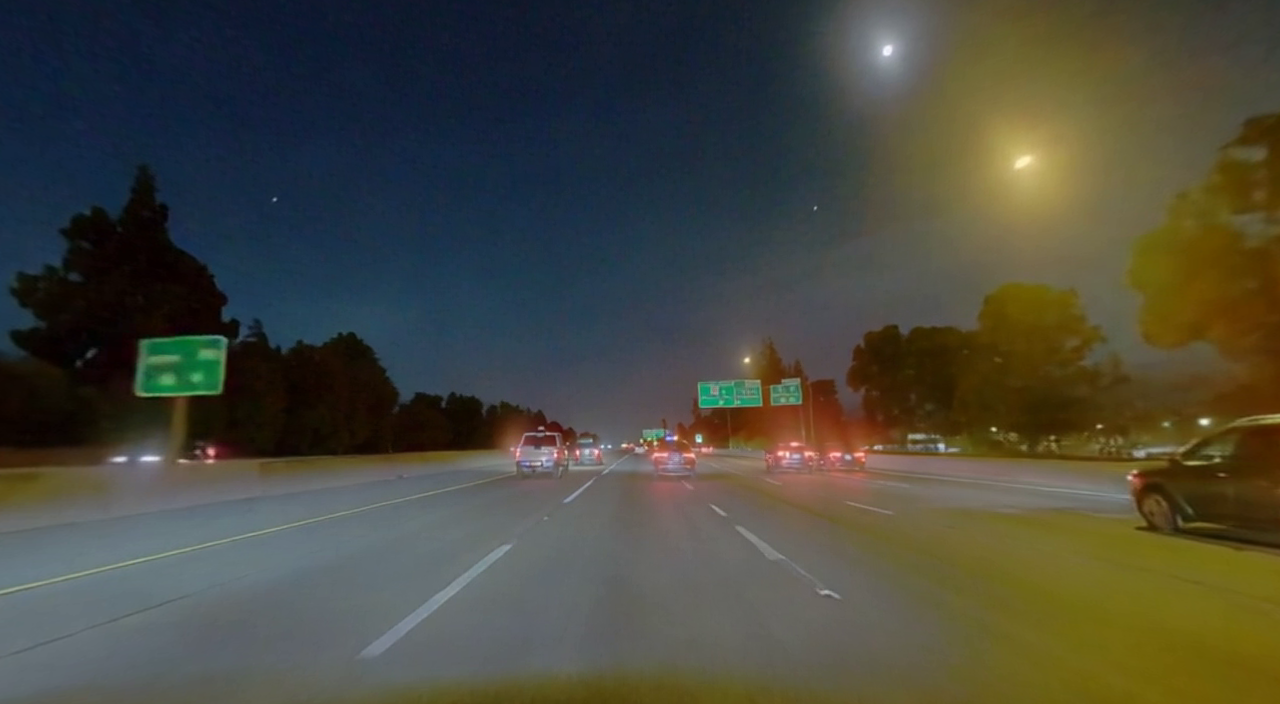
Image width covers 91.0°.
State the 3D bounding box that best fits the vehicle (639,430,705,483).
[{"bbox_3d":[1.154,3.791,23.032,2.181,1.728,3.970,0,-9,2],"label":"vehicle"}]

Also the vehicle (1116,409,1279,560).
[{"bbox_3d":[7.718,1.433,6.836,1.989,1.569,3.964,0,-9,1],"label":"vehicle"}]

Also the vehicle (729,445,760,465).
[{"bbox_3d":[8.118,8.026,49.224,1.815,1.479,3.892,0,-9,0],"label":"vehicle"}]

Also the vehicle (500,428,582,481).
[{"bbox_3d":[-3.639,3.911,24.210,2.199,1.777,4.790,0,-9,2],"label":"vehicle"}]

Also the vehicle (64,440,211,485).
[{"bbox_3d":[-21.043,4.613,26.710,2.104,1.702,4.818,0,-9,2],"label":"vehicle"}]

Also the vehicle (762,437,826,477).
[{"bbox_3d":[7.016,4.823,29.142,2.022,1.682,4.226,0,-9,2],"label":"vehicle"}]

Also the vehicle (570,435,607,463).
[{"bbox_3d":[-3.942,7.565,49.269,2.317,2.049,5.746,0,-9,1],"label":"vehicle"}]

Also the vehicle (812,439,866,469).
[{"bbox_3d":[12.445,6.422,39.712,2.010,1.765,4.375,0,-9,1],"label":"vehicle"}]
